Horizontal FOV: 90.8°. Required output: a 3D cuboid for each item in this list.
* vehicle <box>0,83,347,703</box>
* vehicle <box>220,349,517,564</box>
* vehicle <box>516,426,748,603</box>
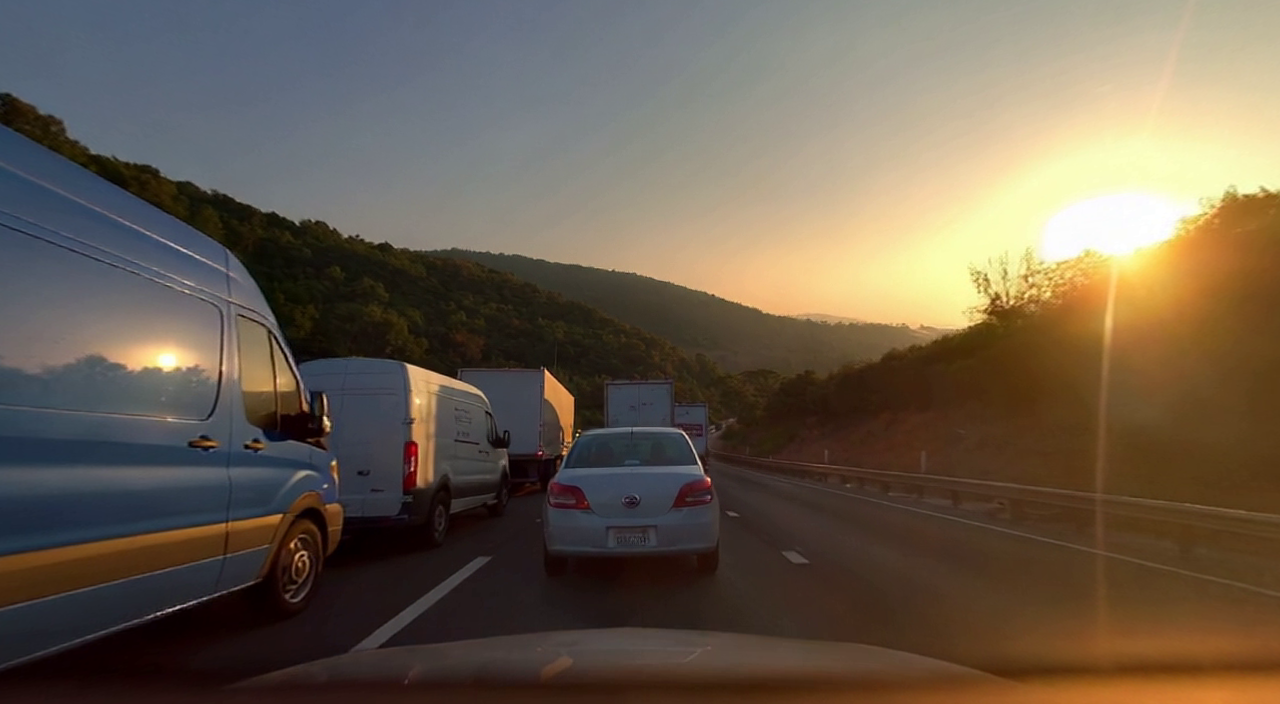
[{"bbox_3d":[-4.074,0.253,3.055,2.254,2.879,6.656,0,-9,-2],"label":"vehicle"},{"bbox_3d":[-4.018,1.798,11.284,2.349,2.643,6.807,0,-9,-1],"label":"vehicle"},{"bbox_3d":[-0.104,1.668,7.207,1.995,1.495,3.380,0,-9,-1],"label":"vehicle"}]
